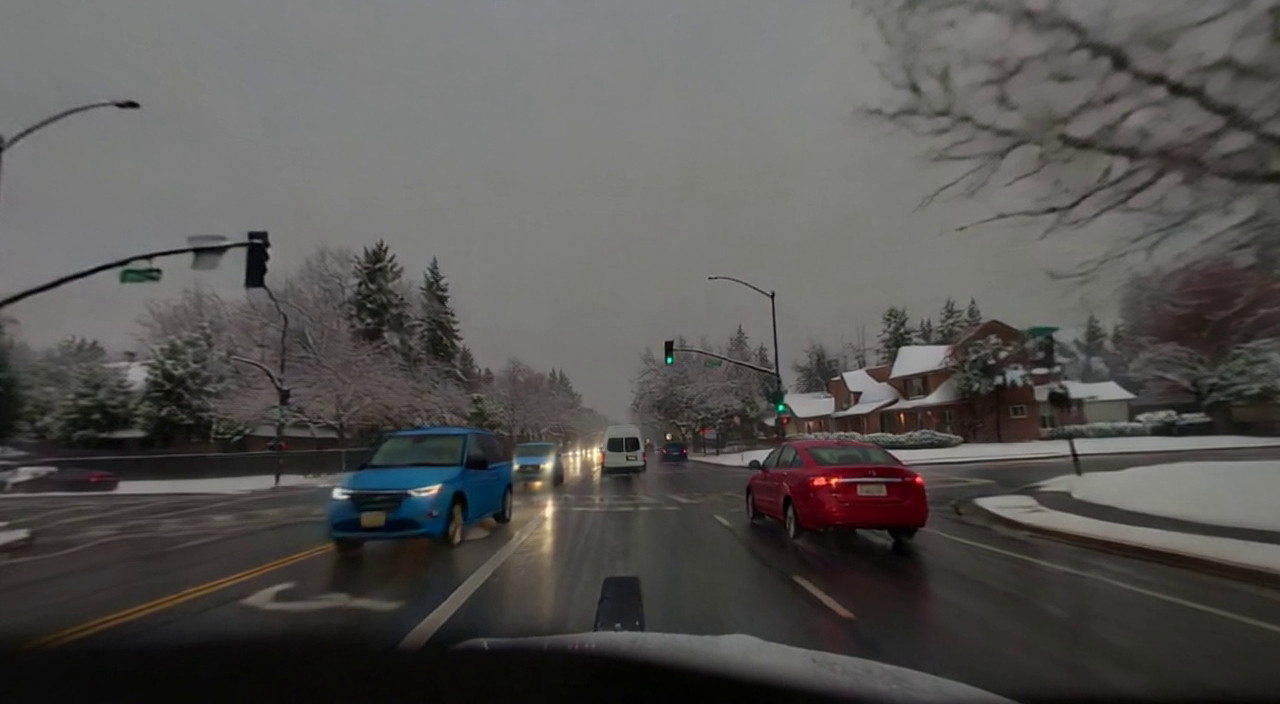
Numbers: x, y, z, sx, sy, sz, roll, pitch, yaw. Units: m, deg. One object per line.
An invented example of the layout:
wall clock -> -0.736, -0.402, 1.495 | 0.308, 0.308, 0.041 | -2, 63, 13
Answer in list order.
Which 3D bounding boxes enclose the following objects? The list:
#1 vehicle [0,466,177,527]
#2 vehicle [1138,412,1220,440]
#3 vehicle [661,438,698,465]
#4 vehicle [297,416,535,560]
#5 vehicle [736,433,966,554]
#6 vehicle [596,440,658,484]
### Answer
vehicle -> -18.149, 4.595, 20.469 | 4.918, 1.698, 2.184 | -2, -8, 11
vehicle -> 33.462, 4.667, 39.360 | 1.891, 1.644, 3.671 | 0, -8, 1
vehicle -> 2.840, 7.285, 46.390 | 2.187, 1.847, 4.553 | 0, -8, -3
vehicle -> -3.189, 2.063, 10.538 | 2.083, 1.741, 5.530 | 0, -8, -2
vehicle -> 2.898, 2.036, 9.908 | 1.973, 1.447, 4.402 | 0, -8, -2
vehicle -> -0.514, 4.037, 23.523 | 2.114, 1.483, 4.207 | 0, -8, -2
